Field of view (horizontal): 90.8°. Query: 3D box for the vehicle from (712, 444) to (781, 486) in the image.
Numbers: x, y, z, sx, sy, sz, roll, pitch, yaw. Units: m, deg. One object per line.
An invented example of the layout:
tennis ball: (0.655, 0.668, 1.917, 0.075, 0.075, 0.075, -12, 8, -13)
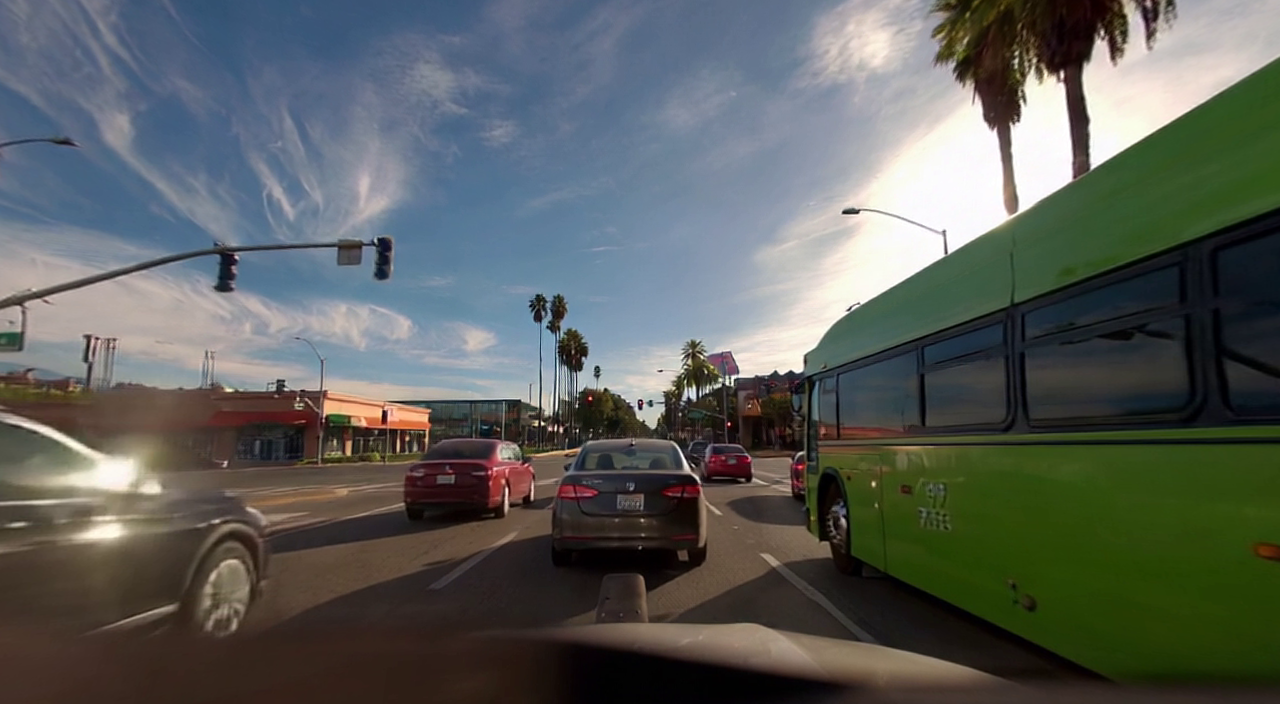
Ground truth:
vehicle: (4.017, 4.329, 24.612, 1.989, 1.467, 4.364, 0, -9, 1)

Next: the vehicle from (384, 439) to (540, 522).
vehicle: (-3.430, 2.550, 13.097, 1.919, 1.415, 4.178, 0, -9, 2)

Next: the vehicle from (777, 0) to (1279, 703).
vehicle: (3.612, -0.201, 2.772, 3.068, 4.026, 13.534, 0, -9, 0)

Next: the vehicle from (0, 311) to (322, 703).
vehicle: (-3.531, 0.734, 2.188, 2.145, 1.824, 4.974, 0, -9, 1)

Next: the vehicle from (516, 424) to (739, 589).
vehicle: (-0.138, 1.716, 7.820, 2.060, 1.499, 3.831, 0, -9, -1)
